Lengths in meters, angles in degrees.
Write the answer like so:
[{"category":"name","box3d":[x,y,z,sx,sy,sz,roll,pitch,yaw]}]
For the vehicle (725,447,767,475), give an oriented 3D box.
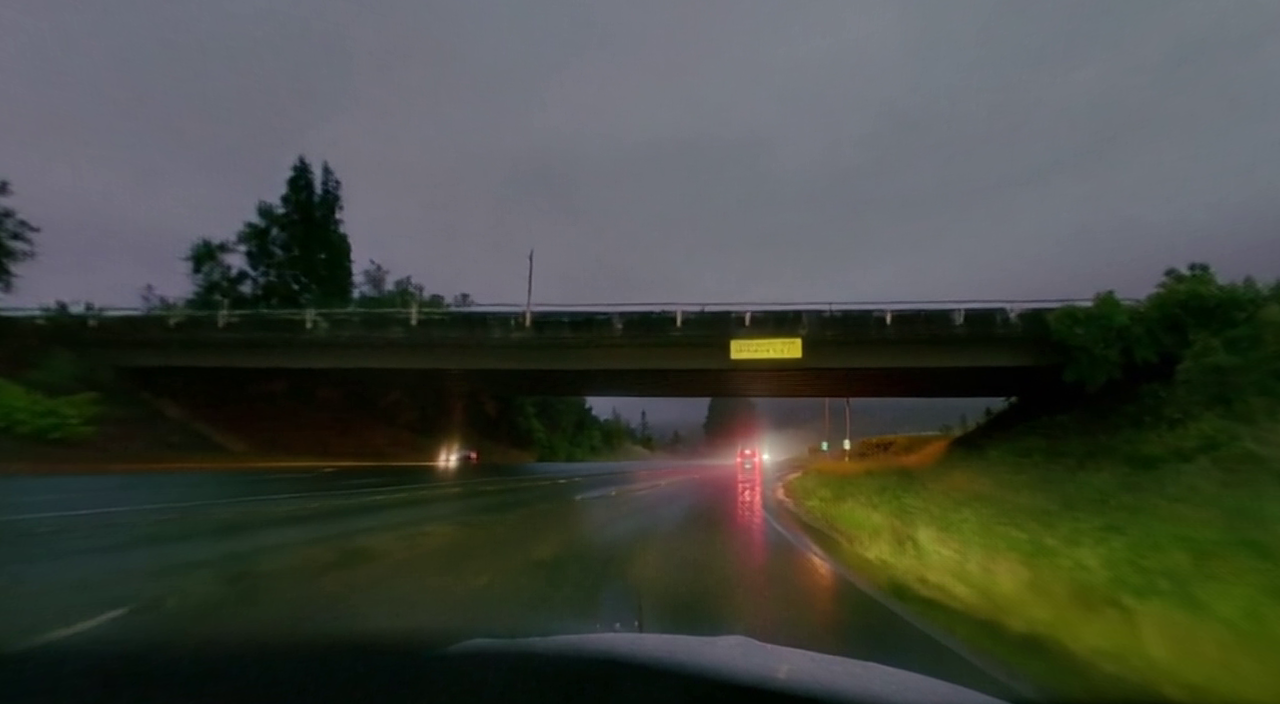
[{"category":"vehicle","box3d":[5.963,6.036,35.149,1.980,1.449,3.650,-3,-9,14]}]
